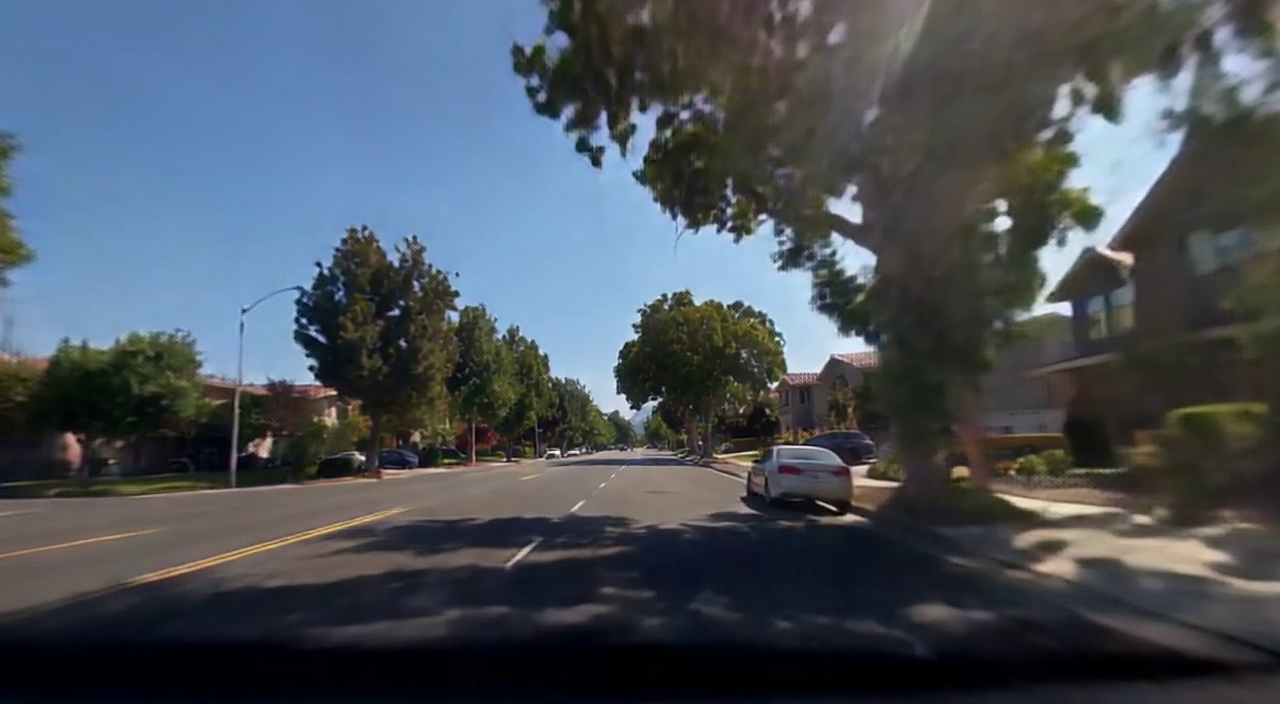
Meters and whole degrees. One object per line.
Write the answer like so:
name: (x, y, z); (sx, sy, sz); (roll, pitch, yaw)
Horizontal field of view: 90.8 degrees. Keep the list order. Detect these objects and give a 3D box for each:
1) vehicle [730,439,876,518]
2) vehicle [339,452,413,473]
vehicle: (3.520, 2.833, 14.791); (2.037, 1.518, 4.904); (0, -8, -1)
vehicle: (-18.751, 7.834, 44.926); (4.450, 1.409, 1.990); (6, -10, -34)
